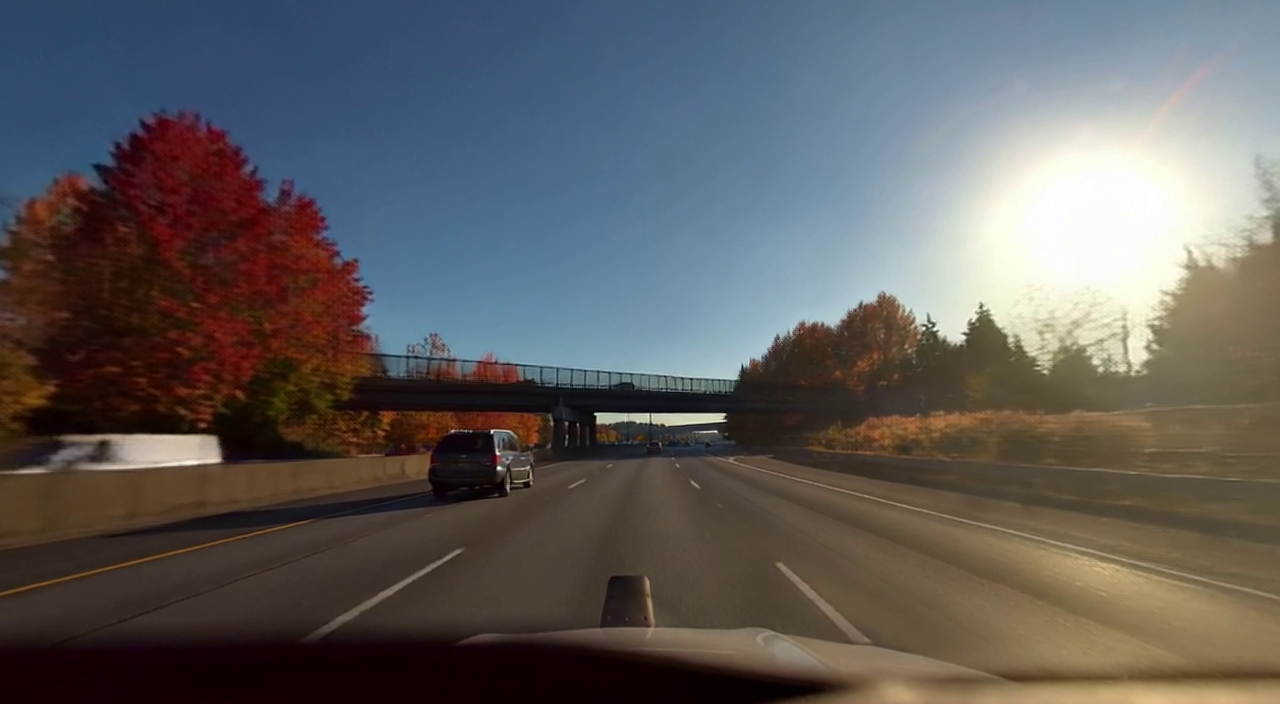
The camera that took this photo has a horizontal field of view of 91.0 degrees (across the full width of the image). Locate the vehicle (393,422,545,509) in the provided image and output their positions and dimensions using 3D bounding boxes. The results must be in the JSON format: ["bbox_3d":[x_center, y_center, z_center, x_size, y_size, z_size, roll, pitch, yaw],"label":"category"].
[{"bbox_3d":[-3.725,2.571,14.687,2.177,1.707,4.432,0,-8,2],"label":"vehicle"}]
